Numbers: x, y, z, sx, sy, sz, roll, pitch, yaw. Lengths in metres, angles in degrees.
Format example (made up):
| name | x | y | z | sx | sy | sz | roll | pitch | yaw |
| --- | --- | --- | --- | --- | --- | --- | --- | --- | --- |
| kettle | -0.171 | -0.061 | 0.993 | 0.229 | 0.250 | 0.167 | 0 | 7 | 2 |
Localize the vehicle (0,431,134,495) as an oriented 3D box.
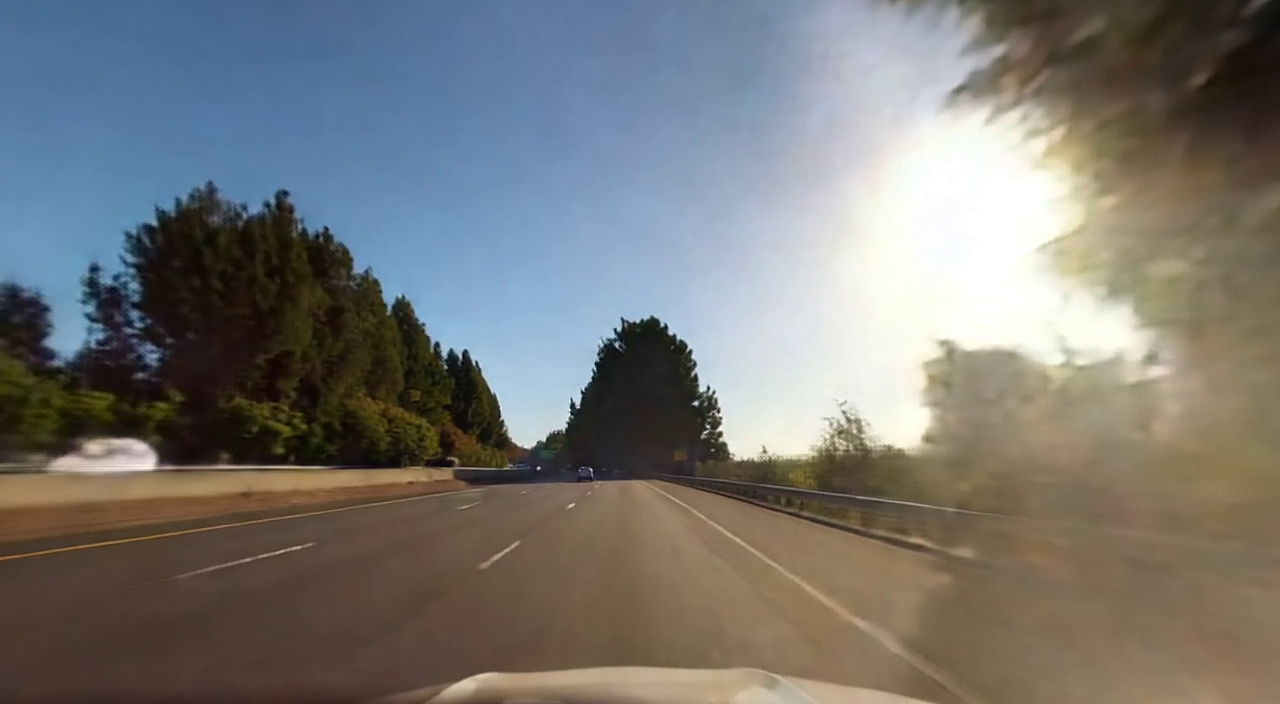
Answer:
| name | x | y | z | sx | sy | sz | roll | pitch | yaw |
| --- | --- | --- | --- | --- | --- | --- | --- | --- | --- |
| vehicle | -19.721 | 3.634 | 20.584 | 2.120 | 1.817 | 5.104 | 1 | -11 | -1 |
